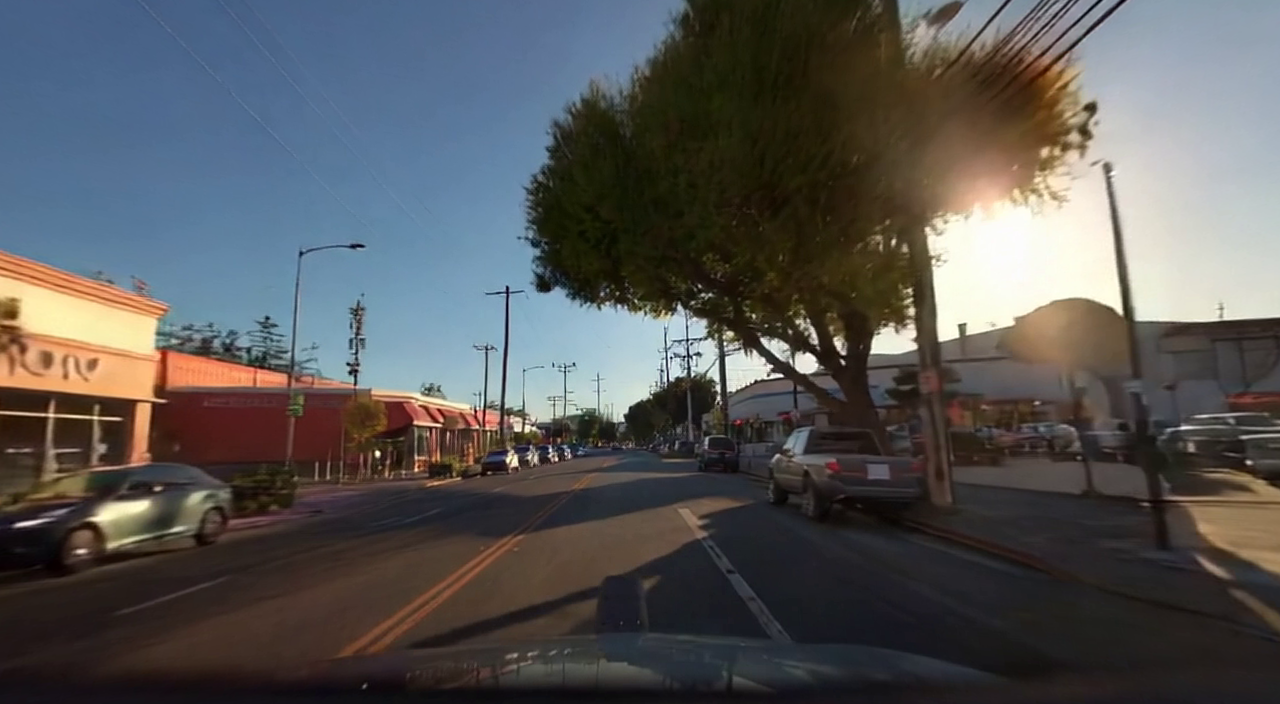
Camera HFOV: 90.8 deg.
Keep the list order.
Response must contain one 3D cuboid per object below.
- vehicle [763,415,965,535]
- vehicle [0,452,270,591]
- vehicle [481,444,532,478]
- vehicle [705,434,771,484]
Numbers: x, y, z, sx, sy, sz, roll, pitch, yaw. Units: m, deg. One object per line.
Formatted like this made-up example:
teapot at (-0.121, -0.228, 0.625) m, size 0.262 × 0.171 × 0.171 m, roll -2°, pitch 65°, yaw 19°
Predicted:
vehicle at (4.074, 2.324, 12.559) m, size 2.080 × 1.893 × 4.699 m, roll 0°, pitch -9°, yaw -3°
vehicle at (-7.715, 2.320, 9.407) m, size 1.872 × 1.455 × 4.350 m, roll -3°, pitch -8°, yaw -1°
vehicle at (-7.774, 6.365, 37.204) m, size 1.992 × 1.676 × 4.429 m, roll -4°, pitch -8°, yaw 0°
vehicle at (4.032, 4.489, 26.869) m, size 2.011 × 1.902 × 4.763 m, roll 0°, pitch -9°, yaw 0°
